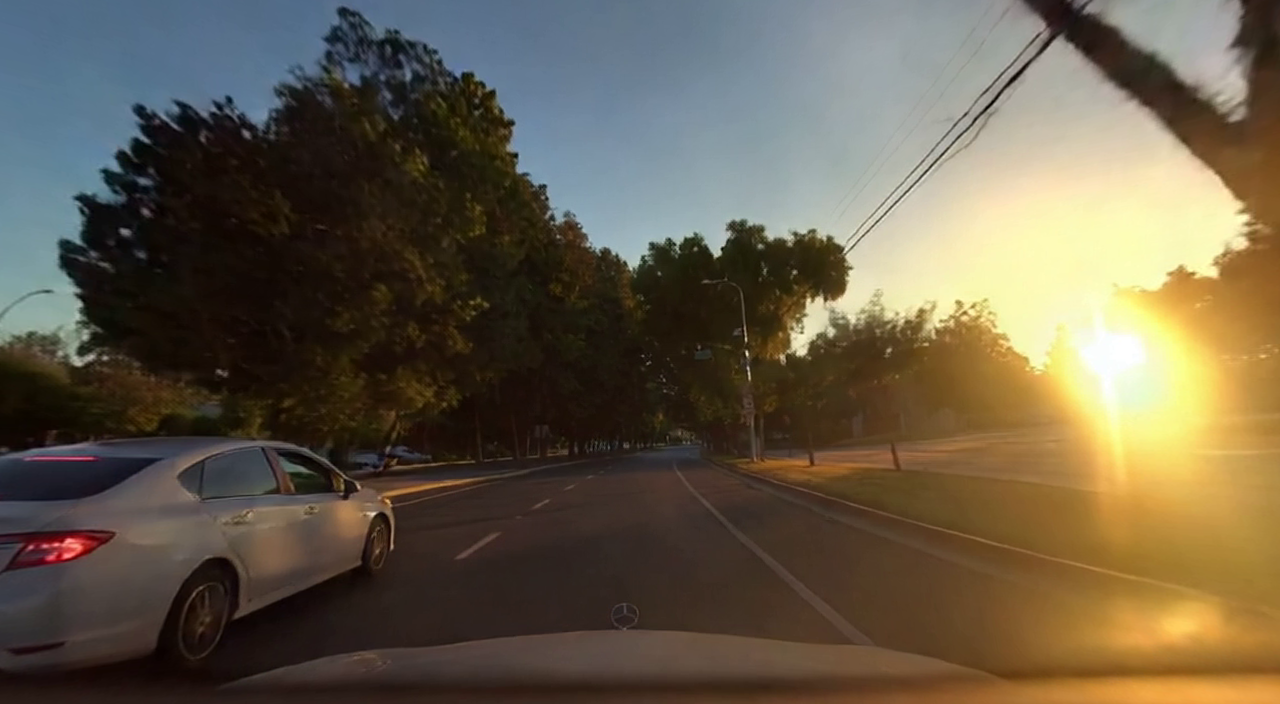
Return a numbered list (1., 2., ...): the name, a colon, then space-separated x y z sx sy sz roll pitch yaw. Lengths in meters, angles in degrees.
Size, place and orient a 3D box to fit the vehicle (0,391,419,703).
1. vehicle: -3.376 1.233 4.643 1.915 1.521 4.283 0 -8 0
